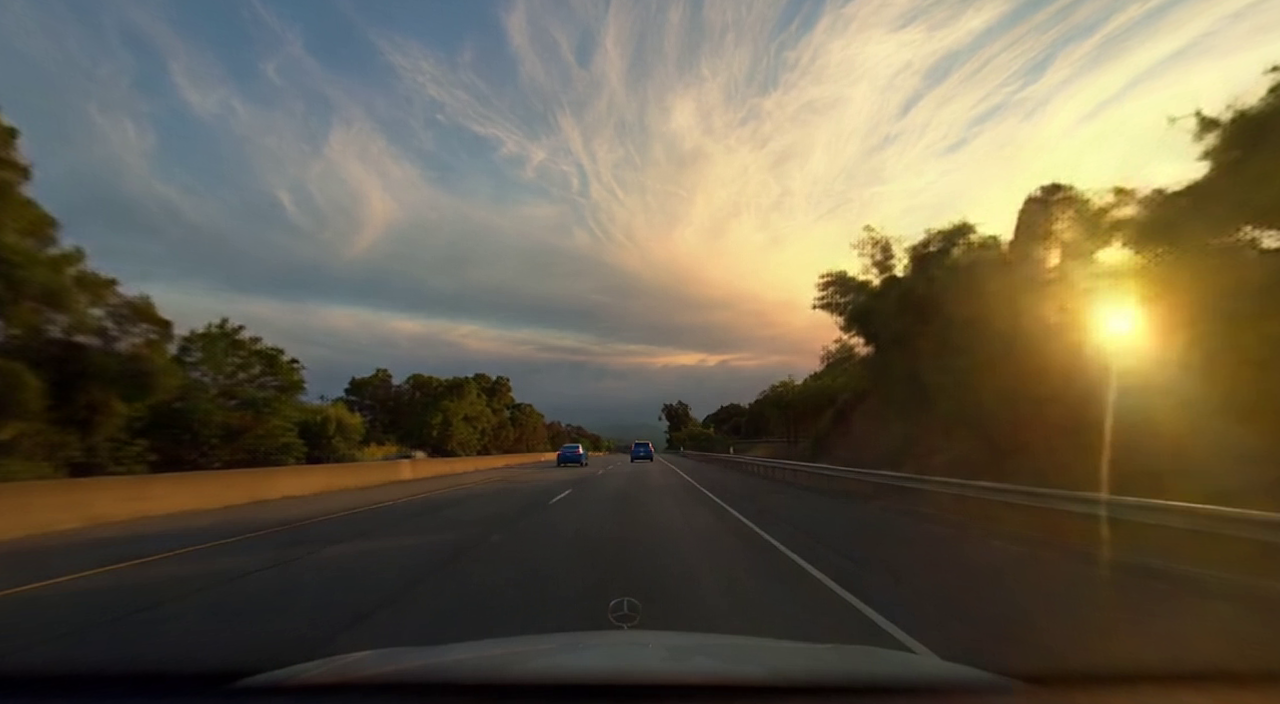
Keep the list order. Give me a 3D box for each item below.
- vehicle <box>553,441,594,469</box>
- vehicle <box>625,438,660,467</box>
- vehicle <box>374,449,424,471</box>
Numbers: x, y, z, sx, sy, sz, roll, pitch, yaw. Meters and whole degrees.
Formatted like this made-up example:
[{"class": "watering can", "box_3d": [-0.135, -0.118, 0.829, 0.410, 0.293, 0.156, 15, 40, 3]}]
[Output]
[{"class": "vehicle", "box_3d": [-4.153, 6.482, 39.897, 2.113, 1.656, 4.215, 0, -9, 1]}, {"class": "vehicle", "box_3d": [0.142, 6.533, 40.998, 2.126, 1.786, 3.958, 0, -9, -1]}, {"class": "vehicle", "box_3d": [-17.563, 7.884, 46.074, 1.974, 1.503, 4.106, 0, -9, 1]}]
